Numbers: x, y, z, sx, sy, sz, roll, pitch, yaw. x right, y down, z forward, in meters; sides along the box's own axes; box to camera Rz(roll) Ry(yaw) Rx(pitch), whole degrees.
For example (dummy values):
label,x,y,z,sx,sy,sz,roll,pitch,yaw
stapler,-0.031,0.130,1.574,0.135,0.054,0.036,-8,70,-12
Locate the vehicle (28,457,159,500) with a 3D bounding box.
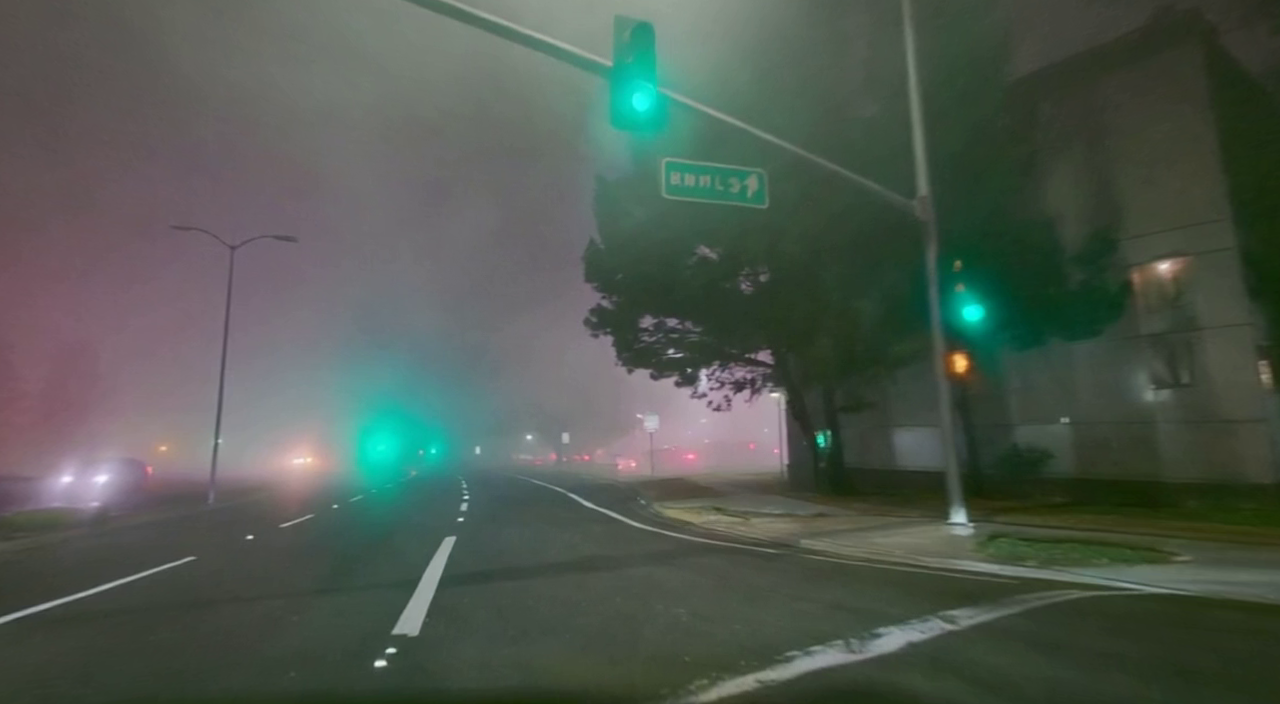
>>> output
label,x,y,z,sx,sy,sz,roll,pitch,yaw
vehicle,-22.373,5.149,26.166,2.152,1.521,4.767,2,-9,-16
